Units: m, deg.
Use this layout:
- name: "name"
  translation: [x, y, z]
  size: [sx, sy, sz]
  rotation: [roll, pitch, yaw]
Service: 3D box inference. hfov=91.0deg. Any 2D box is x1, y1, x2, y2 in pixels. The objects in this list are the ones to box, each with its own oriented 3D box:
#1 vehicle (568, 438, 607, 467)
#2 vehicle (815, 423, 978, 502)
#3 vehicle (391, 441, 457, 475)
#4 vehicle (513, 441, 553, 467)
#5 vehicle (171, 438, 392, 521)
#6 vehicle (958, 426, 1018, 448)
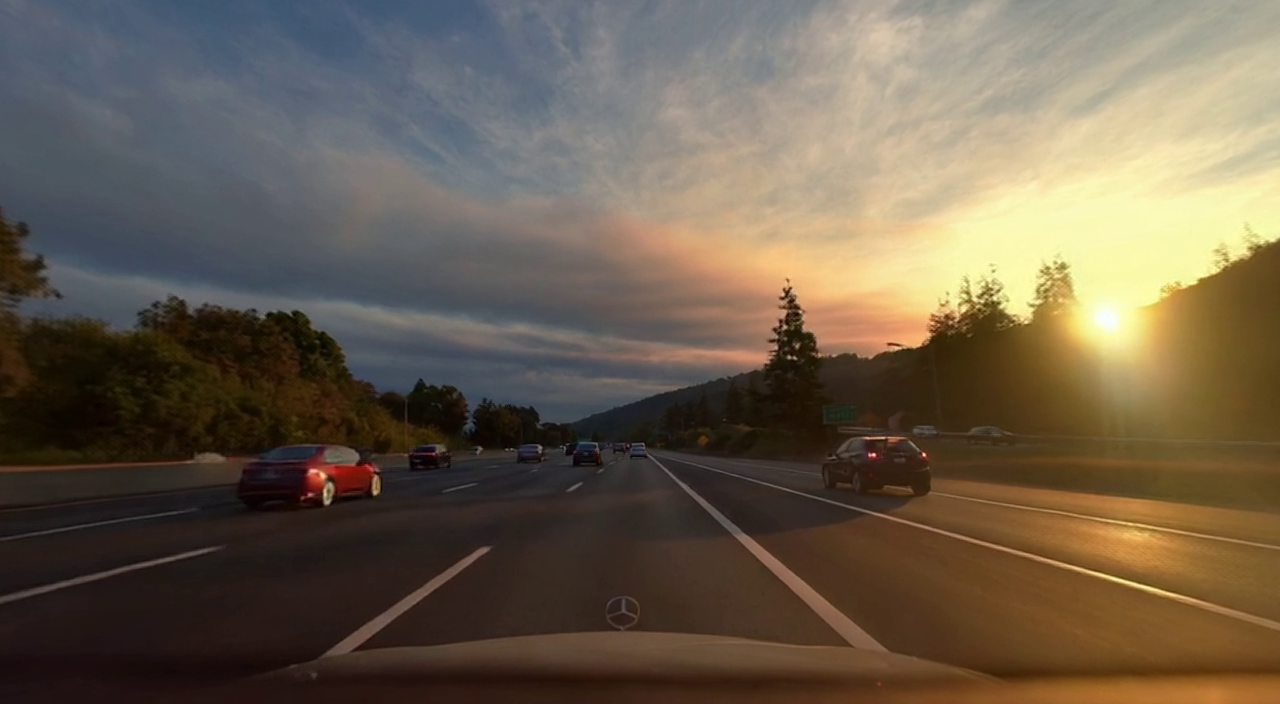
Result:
- name: "vehicle"
  translation: [-3.729, 7.285, 45.649]
  size: [2.288, 1.962, 5.119]
  rotation: [0, -9, 1]
- name: "vehicle"
  translation: [6.638, 2.945, 17.062]
  size: [2.259, 1.816, 4.862]
  rotation: [0, -9, -1]
- name: "vehicle"
  translation: [-11.392, 5.603, 33.494]
  size: [1.958, 1.633, 4.302]
  rotation: [0, -9, 0]
- name: "vehicle"
  translation: [-7.815, 7.470, 46.269]
  size: [2.087, 1.755, 4.457]
  rotation: [0, -9, 1]
- name: "vehicle"
  translation: [-7.478, 2.688, 13.874]
  size: [2.071, 1.486, 4.703]
  rotation: [0, -9, 0]
- name: "vehicle"
  translation: [25.925, 6.385, 47.025]
  size: [1.884, 1.571, 4.352]
  rotation: [0, -9, -1]
